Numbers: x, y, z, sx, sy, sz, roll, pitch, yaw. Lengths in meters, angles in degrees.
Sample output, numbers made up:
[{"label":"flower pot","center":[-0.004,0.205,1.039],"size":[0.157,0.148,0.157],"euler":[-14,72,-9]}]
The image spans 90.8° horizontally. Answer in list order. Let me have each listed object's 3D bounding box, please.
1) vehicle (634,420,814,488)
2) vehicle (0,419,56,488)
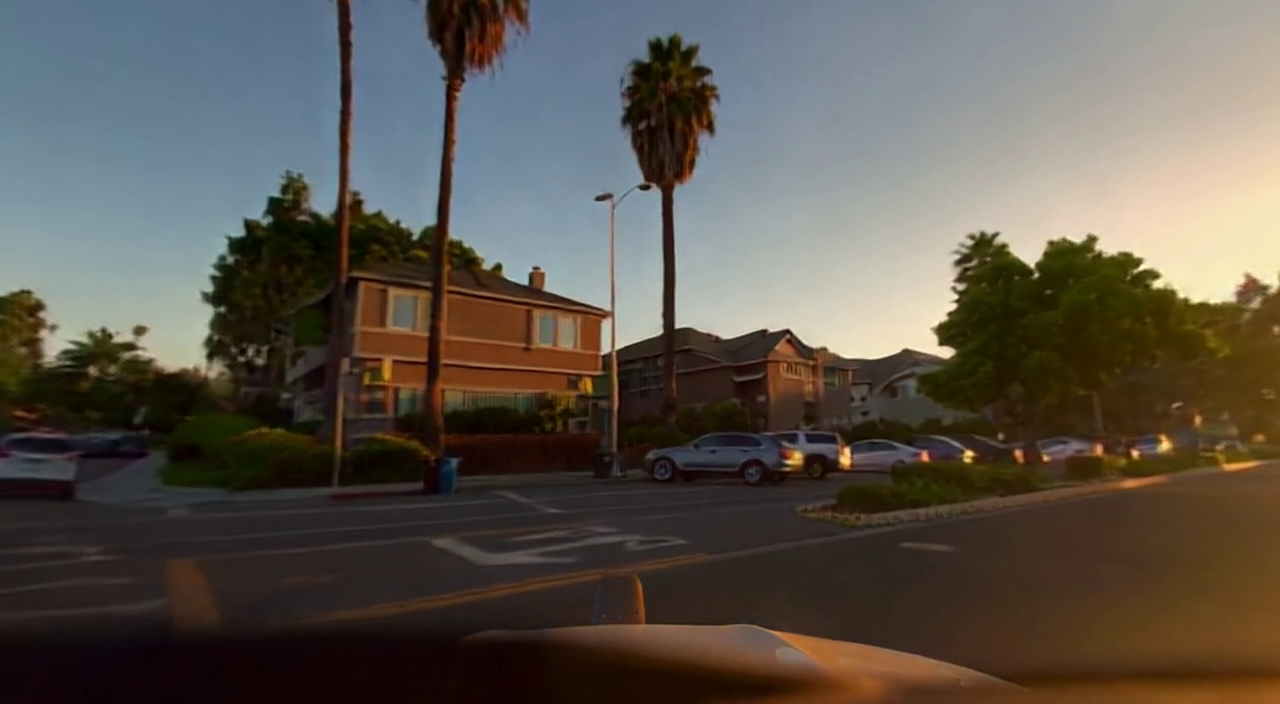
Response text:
[{"label":"vehicle","center":[2.401,2.995,18.722],"size":[4.866,1.752,1.998],"euler":[-6,-11,34]},{"label":"vehicle","center":[-20.725,3.281,20.510],"size":[2.154,2.035,4.261],"euler":[7,-11,-38]}]
